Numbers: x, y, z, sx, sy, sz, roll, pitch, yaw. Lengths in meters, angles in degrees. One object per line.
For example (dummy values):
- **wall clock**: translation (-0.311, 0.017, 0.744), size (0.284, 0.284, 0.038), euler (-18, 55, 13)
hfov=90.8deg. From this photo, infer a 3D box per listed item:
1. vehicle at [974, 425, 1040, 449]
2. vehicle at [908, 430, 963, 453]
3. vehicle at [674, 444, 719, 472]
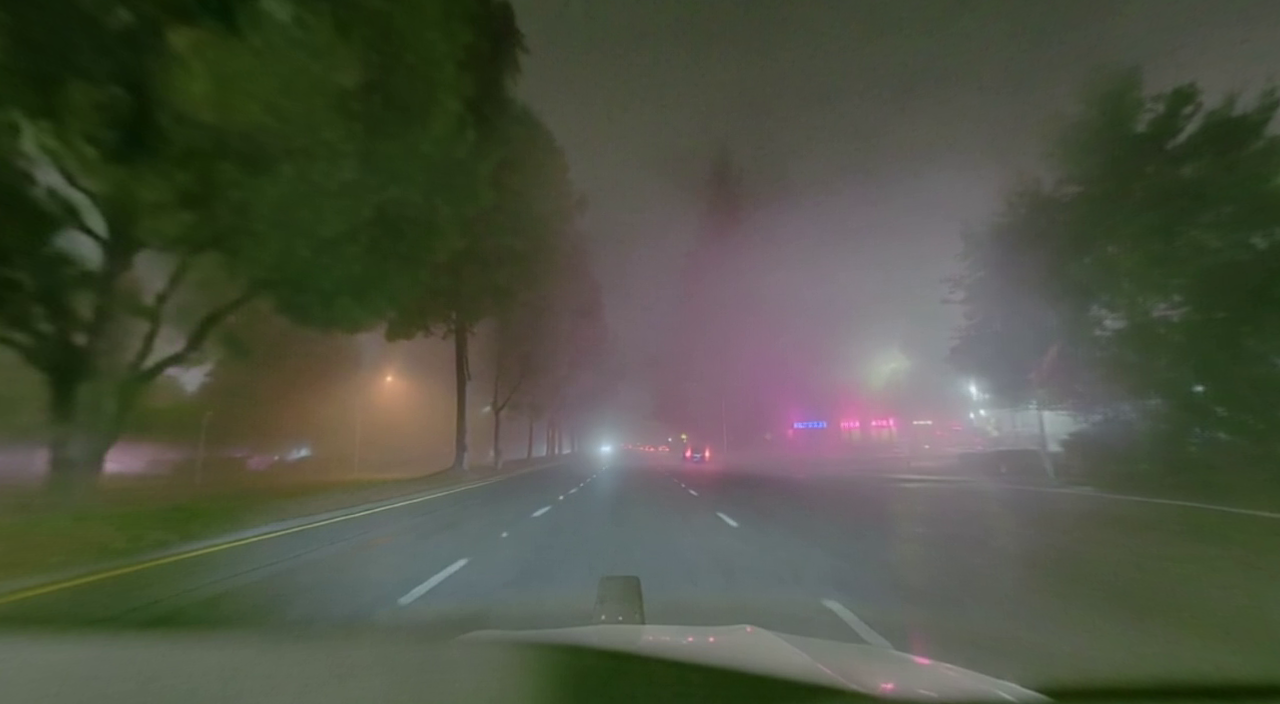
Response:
- **vehicle**: translation (27.571, 6.362, 47.641), size (2.037, 1.633, 4.447), euler (1, -6, -6)
- **vehicle**: translation (21.775, 6.646, 46.739), size (1.911, 1.604, 4.411), euler (-1, -8, -1)
- **vehicle**: translation (3.189, 6.119, 36.662), size (2.033, 1.482, 4.571), euler (0, -8, -2)
